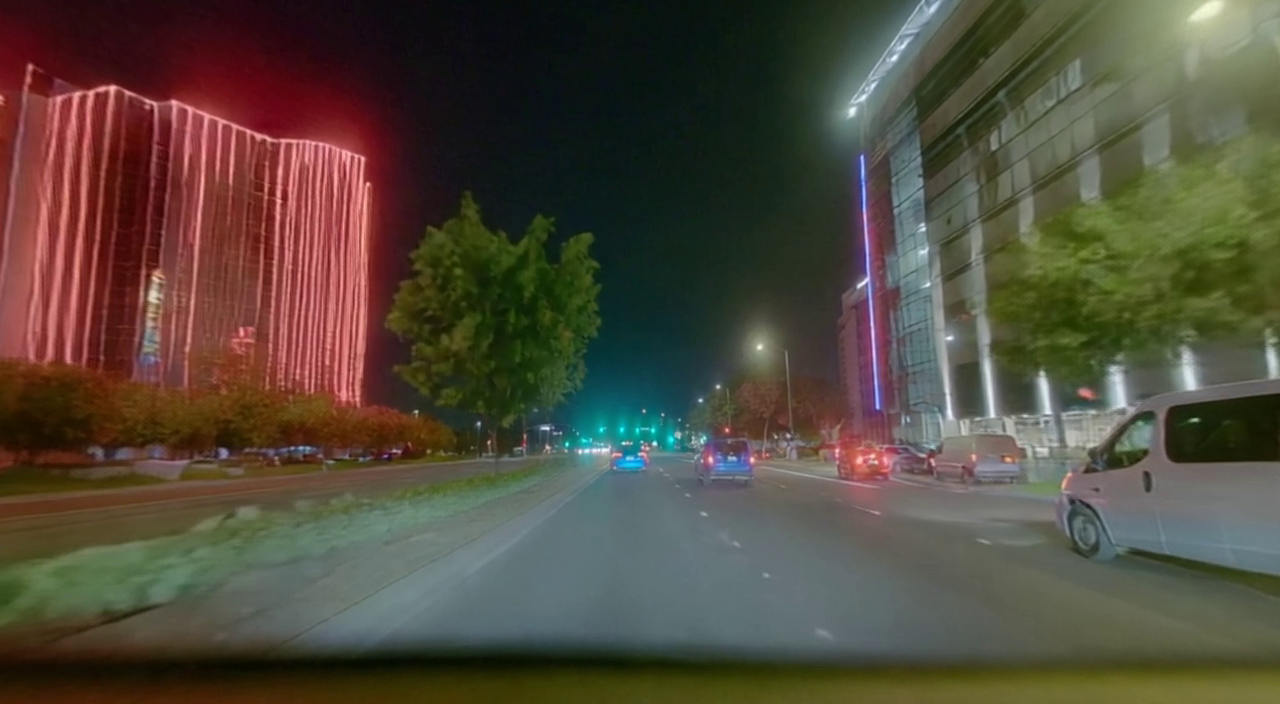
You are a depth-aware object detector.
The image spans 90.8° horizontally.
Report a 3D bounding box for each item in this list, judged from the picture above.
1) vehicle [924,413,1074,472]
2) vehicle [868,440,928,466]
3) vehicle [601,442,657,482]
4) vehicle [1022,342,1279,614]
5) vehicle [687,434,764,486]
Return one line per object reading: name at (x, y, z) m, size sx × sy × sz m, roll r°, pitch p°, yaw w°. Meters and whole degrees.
vehicle at (17.667, 4.489, 31.362) m, size 5.907 × 2.777 × 2.431 m, roll 0°, pitch -8°, yaw -2°
vehicle at (17.106, 6.727, 42.099) m, size 2.065 × 1.603 × 4.264 m, roll 0°, pitch -8°, yaw -2°
vehicle at (-0.434, 4.407, 25.664) m, size 2.095 × 1.456 × 3.873 m, roll 0°, pitch -8°, yaw -1°
vehicle at (6.346, 1.056, 5.419) m, size 2.573 × 2.127 × 5.568 m, roll 0°, pitch -8°, yaw -1°
vehicle at (3.013, 3.910, 23.235) m, size 2.047 × 1.711 × 4.265 m, roll 0°, pitch -8°, yaw -2°
